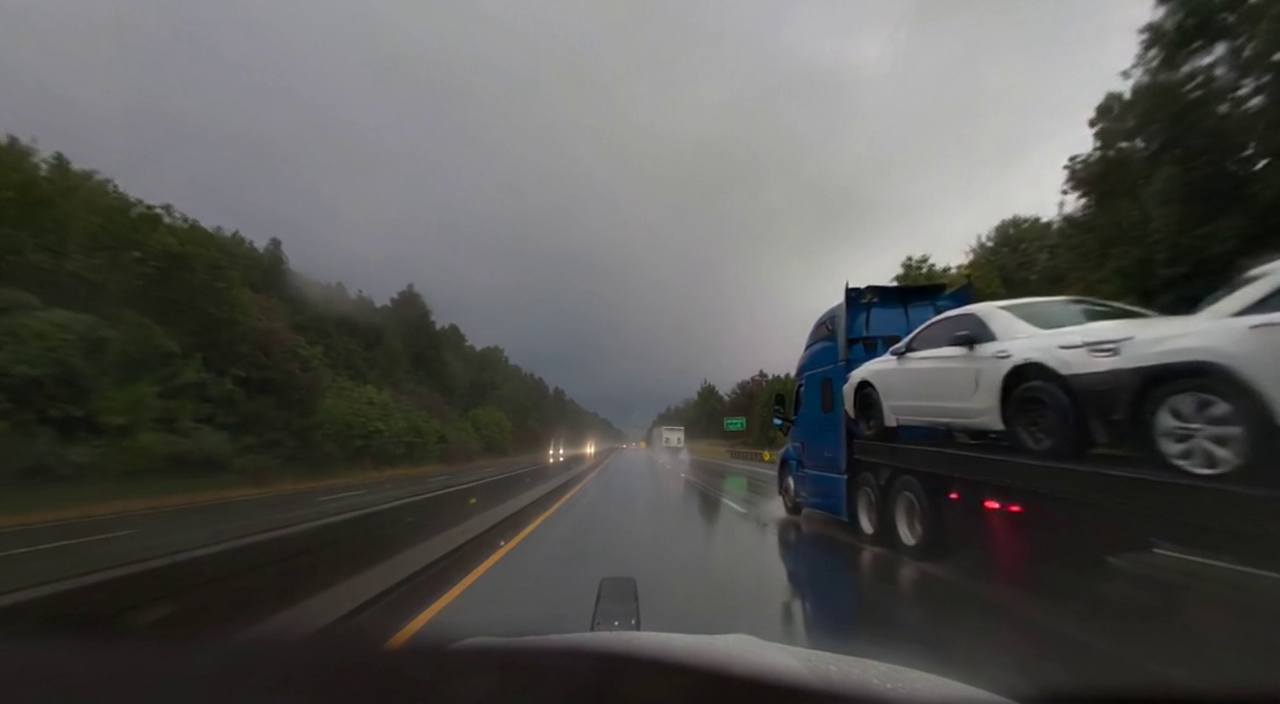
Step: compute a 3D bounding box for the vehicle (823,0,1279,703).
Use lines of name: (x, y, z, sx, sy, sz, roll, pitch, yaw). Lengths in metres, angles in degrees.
vehicle: (4.379, -0.398, 0.579, 2.846, 3.782, 16.985, 0, -8, -2)
